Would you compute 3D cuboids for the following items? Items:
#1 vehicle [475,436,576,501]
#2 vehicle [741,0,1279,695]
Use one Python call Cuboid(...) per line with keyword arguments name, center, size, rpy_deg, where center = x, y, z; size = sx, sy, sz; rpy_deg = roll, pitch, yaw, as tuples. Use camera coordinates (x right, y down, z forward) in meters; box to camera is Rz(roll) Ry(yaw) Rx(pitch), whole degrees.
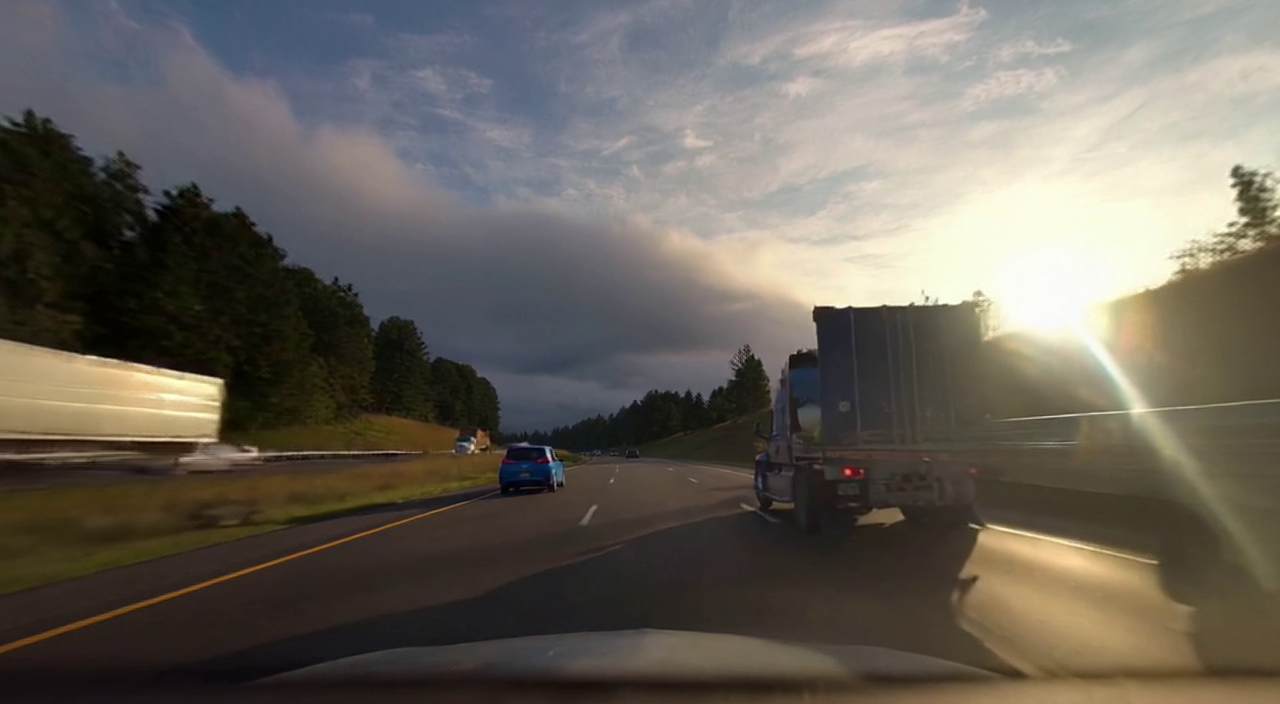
Cuboid(name="vehicle", center=(-3.217, 3.391, 18.634), size=(2.115, 1.670, 4.261), rpy_deg=(0, -9, 1))
Cuboid(name="vehicle", center=(4.502, 0.174, 7.964), size=(3.532, 4.201, 17.611), rpy_deg=(0, -9, 0))
